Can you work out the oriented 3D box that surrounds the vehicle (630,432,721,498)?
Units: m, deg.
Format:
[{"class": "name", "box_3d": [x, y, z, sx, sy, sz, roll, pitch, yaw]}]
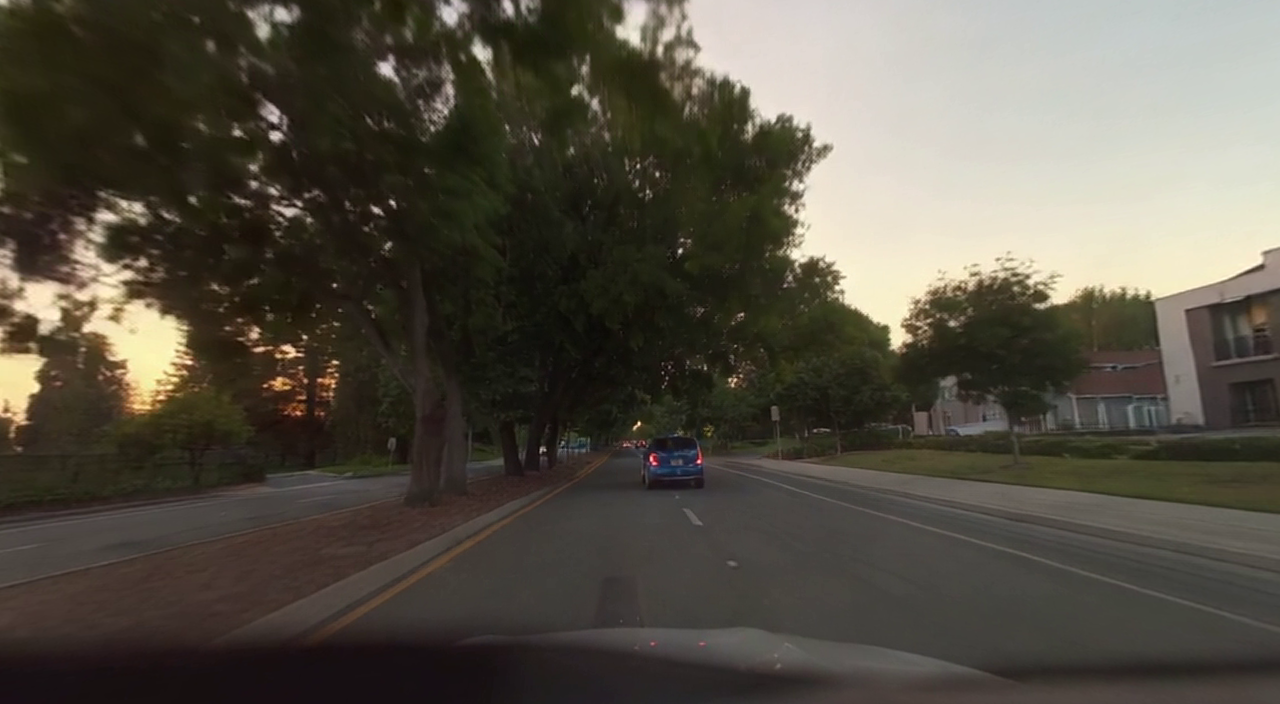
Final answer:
[{"class": "vehicle", "box_3d": [0.847, 3.139, 17.994, 2.066, 1.603, 4.475, 0, -8, -4]}]
